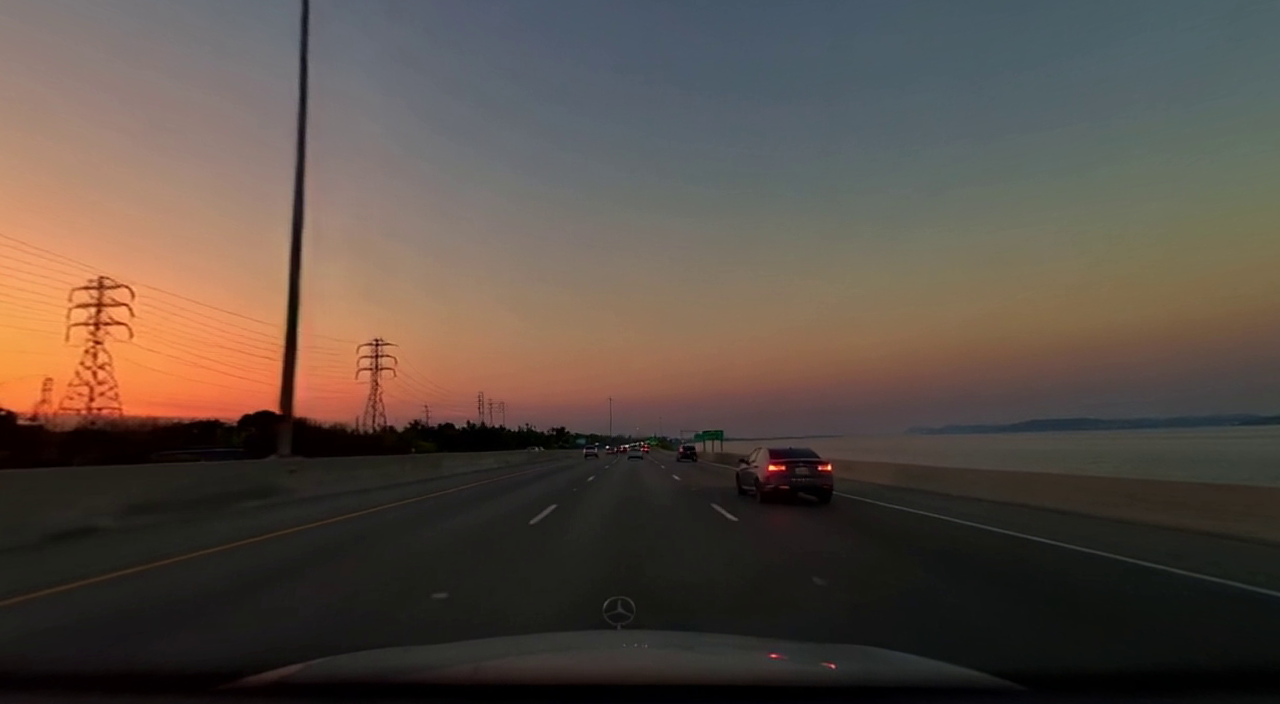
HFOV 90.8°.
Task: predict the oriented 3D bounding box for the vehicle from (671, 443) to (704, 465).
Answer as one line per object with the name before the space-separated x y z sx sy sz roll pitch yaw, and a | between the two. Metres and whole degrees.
vehicle | 3.509 7.655 47.465 2.000 1.533 4.438 0 -9 -1

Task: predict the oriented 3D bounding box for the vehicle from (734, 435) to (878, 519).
vehicle | 3.327 2.594 13.656 1.890 1.490 4.373 0 -9 -1
